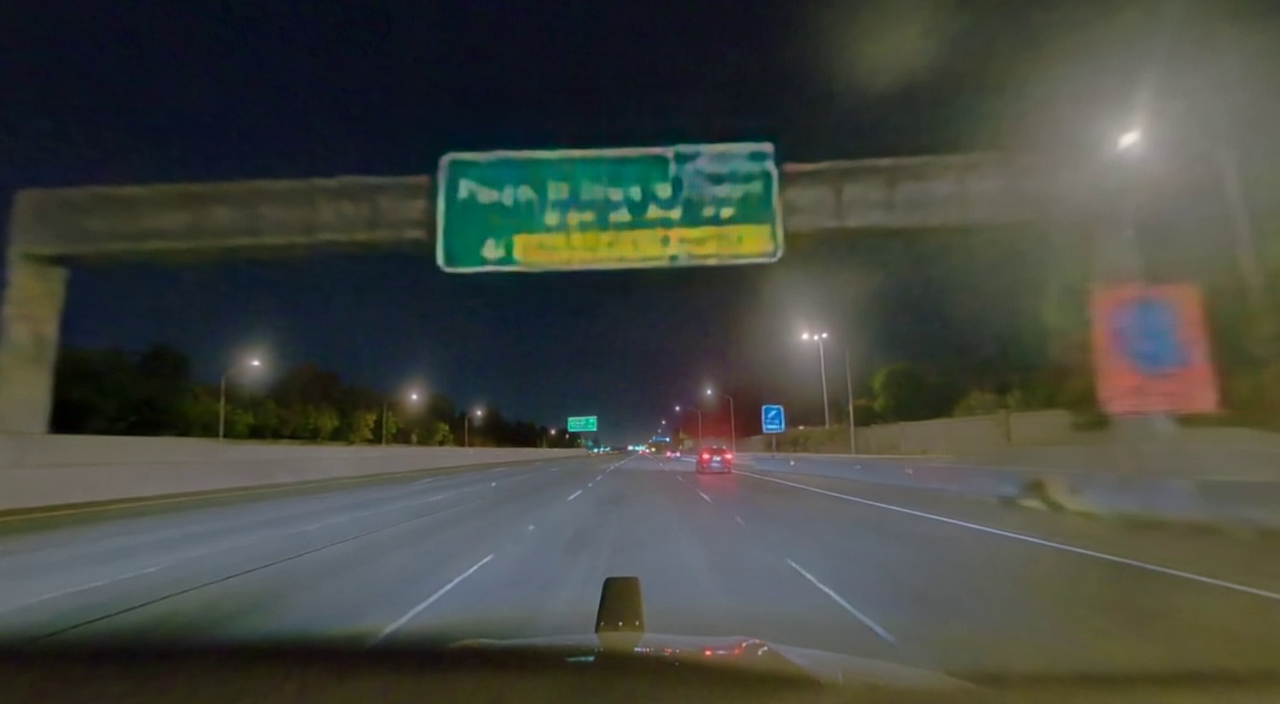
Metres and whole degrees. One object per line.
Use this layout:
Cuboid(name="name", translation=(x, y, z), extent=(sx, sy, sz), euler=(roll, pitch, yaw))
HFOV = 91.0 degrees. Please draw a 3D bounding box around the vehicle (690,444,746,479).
Cuboid(name="vehicle", translation=(3.564, 5.071, 29.533), extent=(2.033, 1.501, 4.398), euler=(0, -9, -1))
